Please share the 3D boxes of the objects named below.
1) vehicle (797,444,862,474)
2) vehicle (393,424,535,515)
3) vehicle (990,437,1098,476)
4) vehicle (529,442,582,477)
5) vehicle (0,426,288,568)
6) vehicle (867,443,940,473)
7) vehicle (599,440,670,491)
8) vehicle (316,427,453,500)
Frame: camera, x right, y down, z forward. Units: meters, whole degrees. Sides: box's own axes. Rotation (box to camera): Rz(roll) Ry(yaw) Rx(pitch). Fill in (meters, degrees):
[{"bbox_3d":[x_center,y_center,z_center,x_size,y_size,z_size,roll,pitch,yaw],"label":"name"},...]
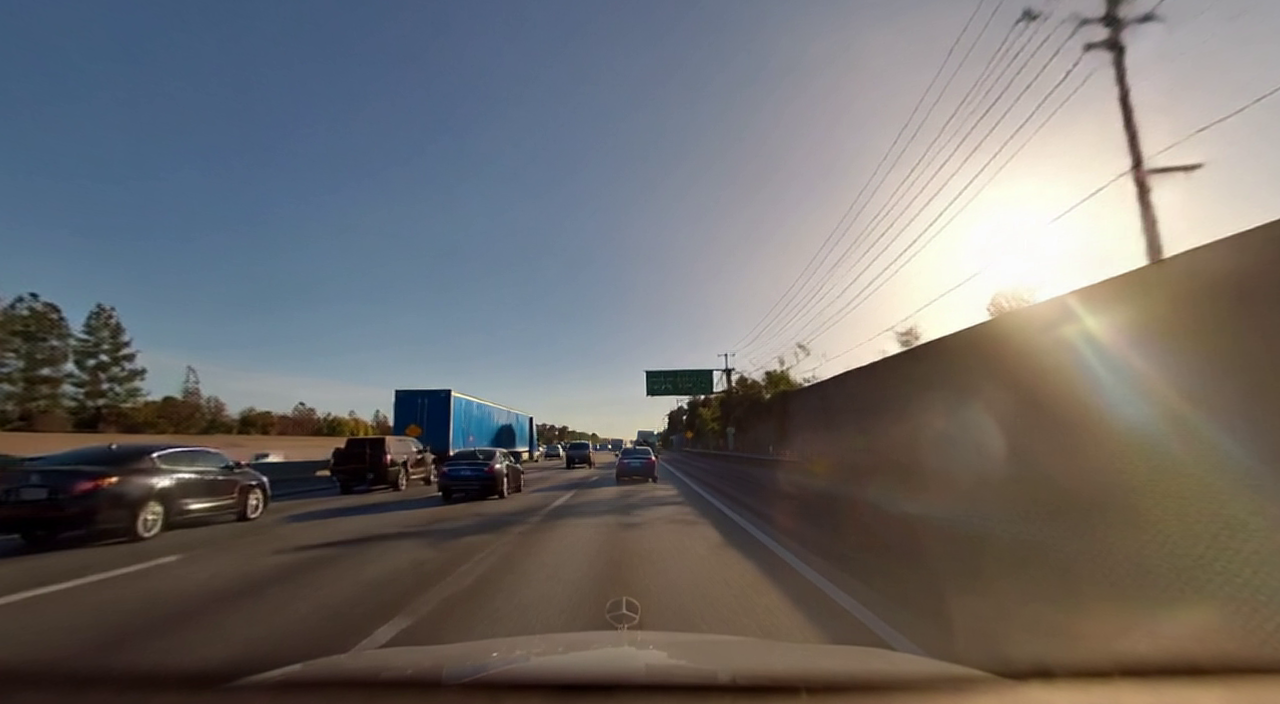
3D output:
[{"bbox_3d":[10.274,5.831,34.618,1.974,1.495,4.734,0,-9,-1],"label":"vehicle"},{"bbox_3d":[-3.733,2.578,14.324,1.923,1.716,4.289,0,-9,1],"label":"vehicle"},{"bbox_3d":[17.809,4.608,28.135,1.936,1.591,4.362,0,-9,1],"label":"vehicle"},{"bbox_3d":[-3.776,4.885,28.923,1.870,1.485,4.304,0,-9,0],"label":"vehicle"},{"bbox_3d":[-7.631,1.922,9.238,2.165,1.511,4.810,0,-9,0],"label":"vehicle"},{"bbox_3d":[14.310,5.782,34.687,1.949,1.472,4.795,0,-9,0],"label":"vehicle"},{"bbox_3d":[-0.172,3.662,20.731,2.089,1.477,3.818,0,-9,0],"label":"vehicle"},{"bbox_3d":[-6.937,3.071,17.735,2.027,1.762,4.386,0,-9,-1],"label":"vehicle"}]
